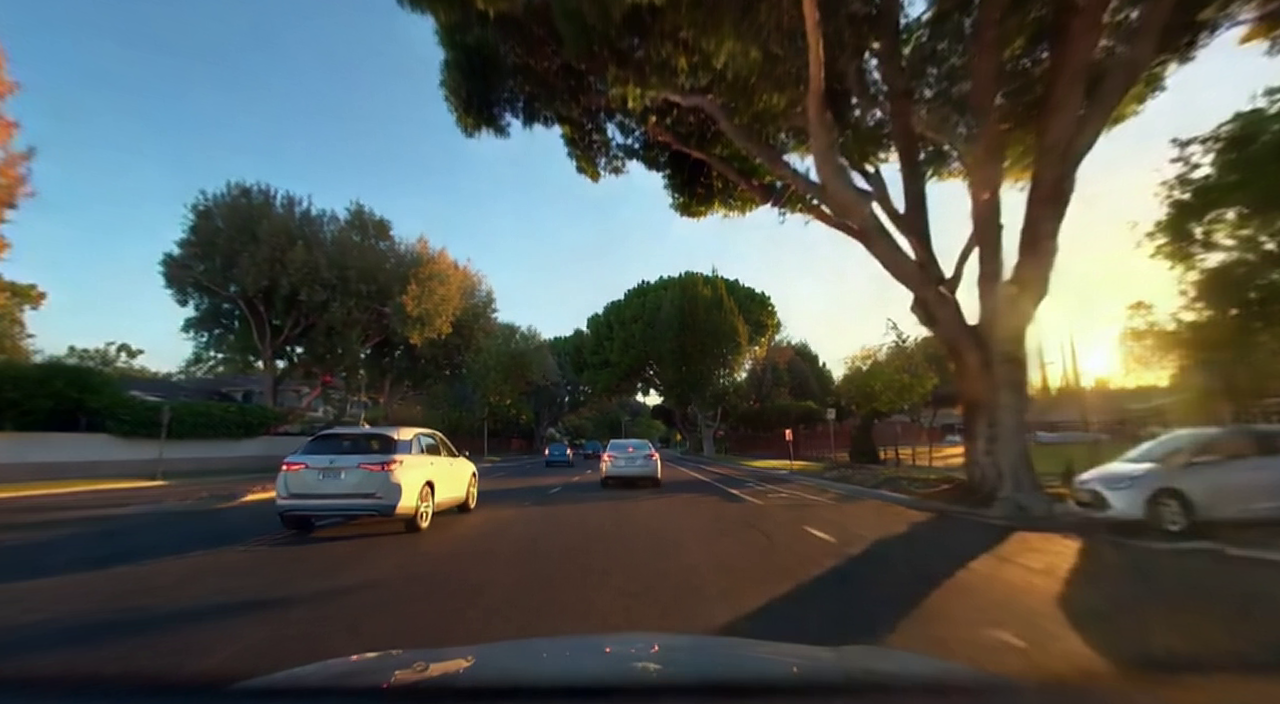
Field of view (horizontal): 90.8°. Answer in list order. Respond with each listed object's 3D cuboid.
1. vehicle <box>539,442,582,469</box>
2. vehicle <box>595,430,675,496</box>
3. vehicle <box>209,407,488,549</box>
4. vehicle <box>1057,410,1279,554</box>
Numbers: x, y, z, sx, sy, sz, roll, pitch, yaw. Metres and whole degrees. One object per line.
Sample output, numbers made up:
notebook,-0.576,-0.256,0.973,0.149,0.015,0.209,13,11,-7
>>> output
vehicle,-4.681,6.173,37.833,2.014,1.493,4.658,0,-8,-1
vehicle,-0.179,3.300,19.164,2.131,1.761,4.242,0,-8,-1
vehicle,-4.135,1.888,10.109,2.243,1.722,4.621,0,-8,0
vehicle,8.781,1.734,8.783,4.497,1.743,1.983,0,-8,0
